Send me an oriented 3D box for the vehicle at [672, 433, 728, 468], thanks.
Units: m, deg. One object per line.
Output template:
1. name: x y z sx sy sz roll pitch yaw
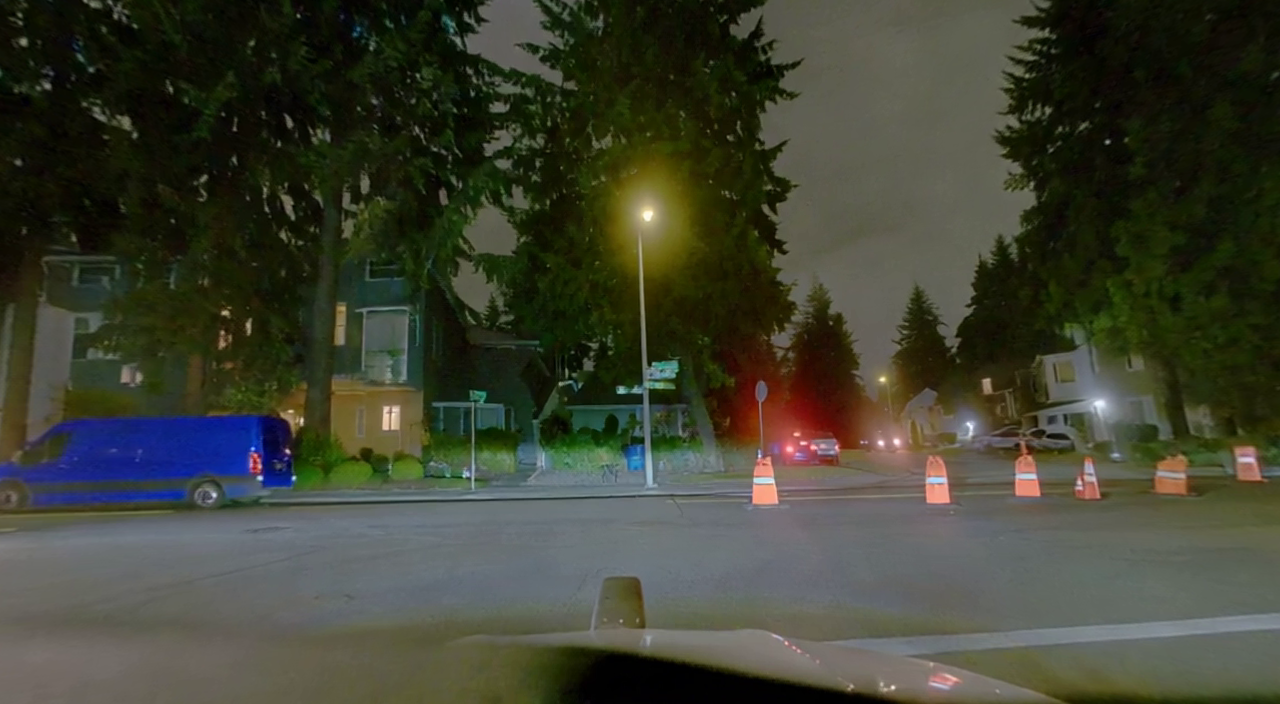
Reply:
1. vehicle: 2.614 4.437 28.590 1.745 1.461 4.074 1 -9 -6

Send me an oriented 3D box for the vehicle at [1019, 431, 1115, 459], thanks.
1. vehicle: 22.779 4.992 33.773 3.863 1.453 1.826 1 -9 -5

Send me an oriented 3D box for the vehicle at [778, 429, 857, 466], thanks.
1. vehicle: 8.060 4.401 29.141 1.893 1.529 4.422 1 -9 -7

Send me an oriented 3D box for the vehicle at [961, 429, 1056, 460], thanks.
1. vehicle: 24.286 6.083 41.692 4.984 1.912 2.132 1 -8 -6

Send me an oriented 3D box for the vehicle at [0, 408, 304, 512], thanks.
1. vehicle: -14.100 3.024 17.625 7.824 2.323 2.863 -3 -10 -2

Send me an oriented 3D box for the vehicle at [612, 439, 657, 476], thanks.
1. vehicle: -0.293 4.672 28.152 1.648 1.430 3.654 4 -9 -4

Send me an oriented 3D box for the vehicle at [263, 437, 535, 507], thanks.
1. vehicle: -6.499 3.367 18.084 6.643 1.777 2.925 1 -9 -4

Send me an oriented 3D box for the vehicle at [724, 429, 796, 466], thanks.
1. vehicle: 5.347 4.339 28.698 2.007 1.555 4.204 1 -9 -7
